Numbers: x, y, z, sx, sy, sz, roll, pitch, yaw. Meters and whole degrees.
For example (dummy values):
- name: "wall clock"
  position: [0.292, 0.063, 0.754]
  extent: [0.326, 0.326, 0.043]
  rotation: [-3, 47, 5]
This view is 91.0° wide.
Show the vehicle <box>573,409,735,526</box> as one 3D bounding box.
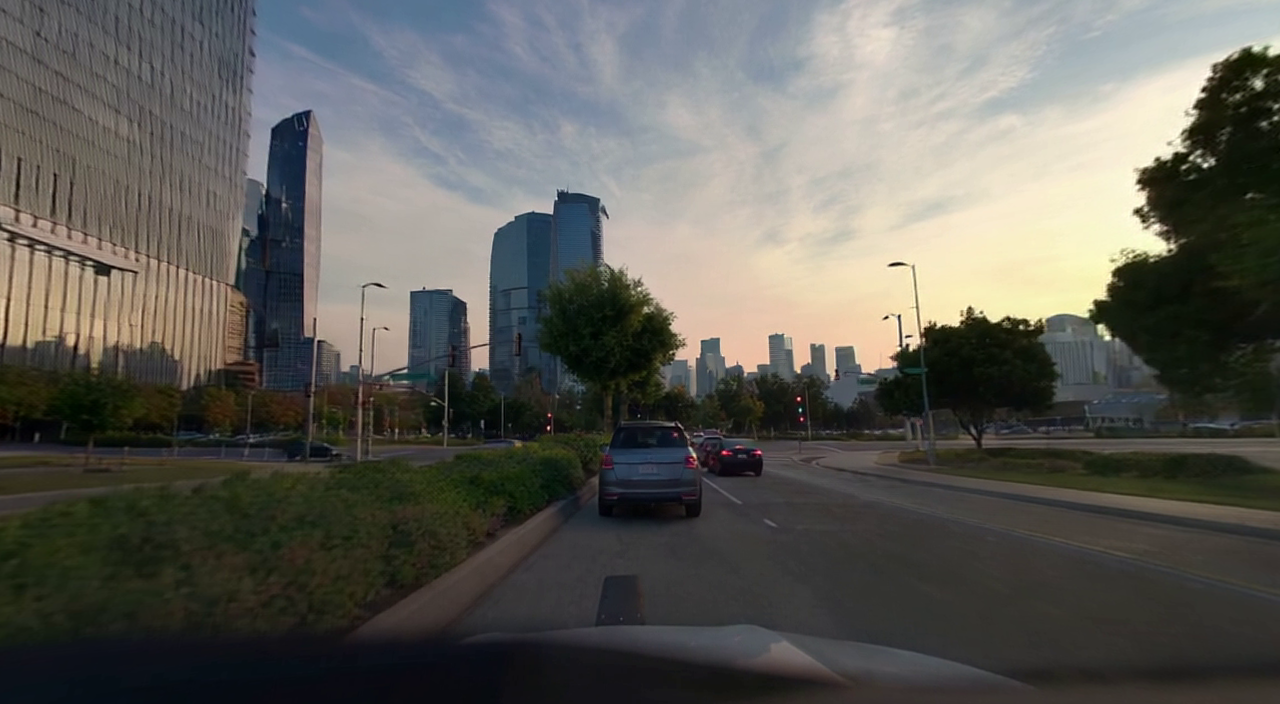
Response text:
- name: "vehicle"
  position: [0.237, 2.219, 12.518]
  extent: [2.601, 1.878, 4.535]
  rotation: [0, -9, 0]

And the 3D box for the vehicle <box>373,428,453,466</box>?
- name: "vehicle"
  position: [-15.310, 6.346, 42.197]
  extent: [2.717, 2.310, 6.448]
  rotation: [8, -11, -41]
